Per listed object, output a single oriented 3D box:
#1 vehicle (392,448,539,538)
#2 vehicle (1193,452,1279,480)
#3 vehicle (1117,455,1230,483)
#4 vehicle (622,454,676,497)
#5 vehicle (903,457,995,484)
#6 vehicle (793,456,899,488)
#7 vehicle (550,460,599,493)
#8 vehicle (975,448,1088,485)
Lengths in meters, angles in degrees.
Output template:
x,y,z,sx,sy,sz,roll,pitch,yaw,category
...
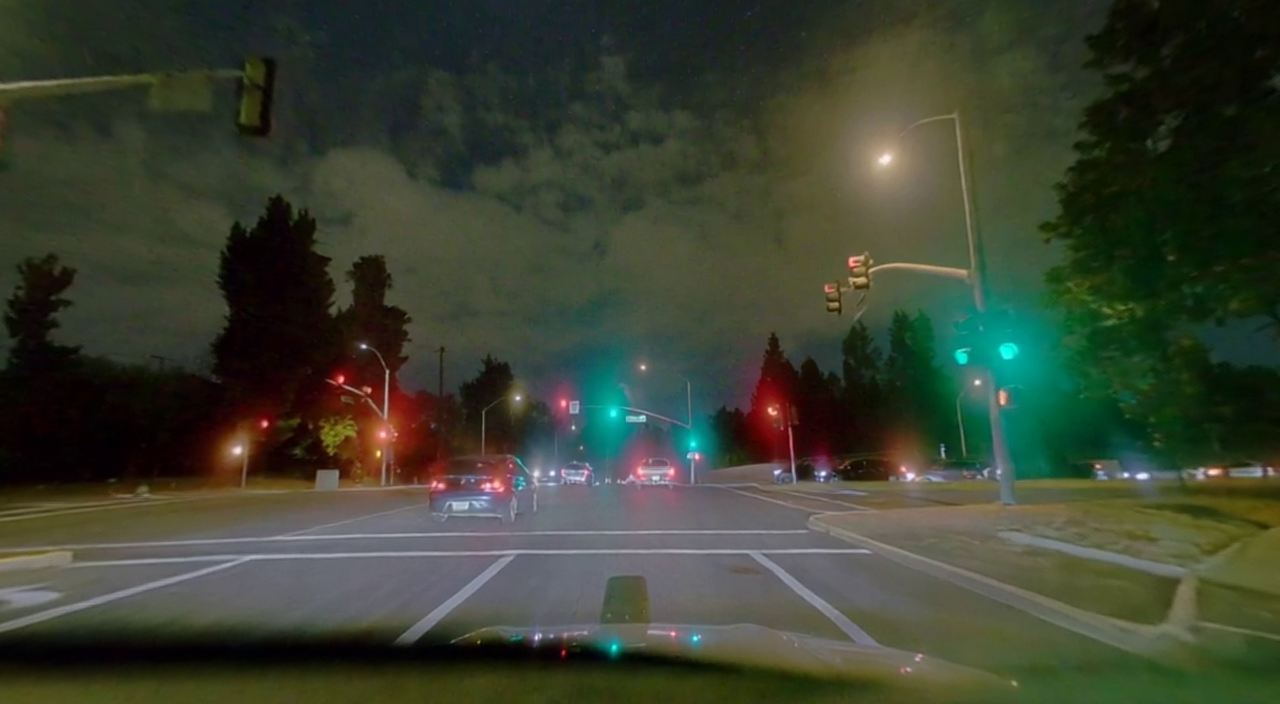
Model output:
x,y,z,sx,sy,sz,roll,pitch,yaw,category
-3.330,2.740,12.798,1.960,1.528,3.490,0,-8,0,vehicle
39.960,7.557,41.856,4.580,1.807,1.967,0,-9,-3,vehicle
29.016,6.350,34.364,4.365,1.448,1.928,0,-9,1,vehicle
0.376,5.289,27.369,2.163,1.678,3.846,0,-8,1,vehicle
18.545,7.122,37.991,4.478,1.495,2.063,0,-9,0,vehicle
11.039,6.492,34.049,4.875,1.473,2.077,-2,-12,-1,vehicle
-3.326,6.442,32.853,2.013,1.474,4.393,0,-8,1,vehicle
21.105,6.207,34.167,4.585,1.681,2.140,-3,-10,0,vehicle
